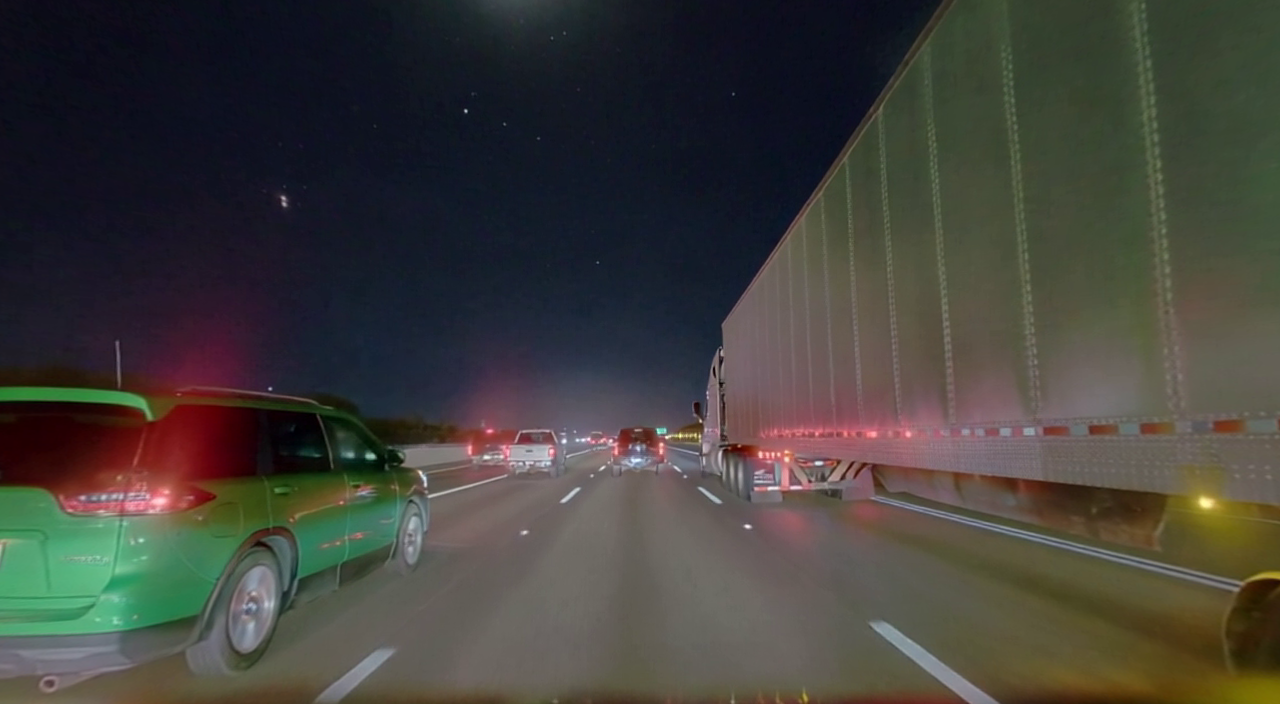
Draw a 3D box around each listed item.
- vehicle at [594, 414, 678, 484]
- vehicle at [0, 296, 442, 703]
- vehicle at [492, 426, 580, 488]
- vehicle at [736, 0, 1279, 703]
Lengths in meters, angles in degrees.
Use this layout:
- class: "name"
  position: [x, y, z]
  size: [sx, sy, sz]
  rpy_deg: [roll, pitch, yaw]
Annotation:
- class: "vehicle"
  position: [-0.143, 3.551, 23.183]
  size: [2.704, 2.216, 5.804]
  rpy_deg: [0, -8, 0]
- class: "vehicle"
  position: [-3.306, 1.055, 4.447]
  size: [2.193, 1.803, 4.958]
  rpy_deg: [0, -8, 0]
- class: "vehicle"
  position: [-3.315, 3.477, 21.088]
  size: [2.120, 1.812, 4.659]
  rpy_deg: [0, -8, 1]
- class: "vehicle"
  position: [3.596, 0.105, 5.939]
  size: [2.852, 4.121, 16.210]
  rpy_deg: [0, -8, 0]
